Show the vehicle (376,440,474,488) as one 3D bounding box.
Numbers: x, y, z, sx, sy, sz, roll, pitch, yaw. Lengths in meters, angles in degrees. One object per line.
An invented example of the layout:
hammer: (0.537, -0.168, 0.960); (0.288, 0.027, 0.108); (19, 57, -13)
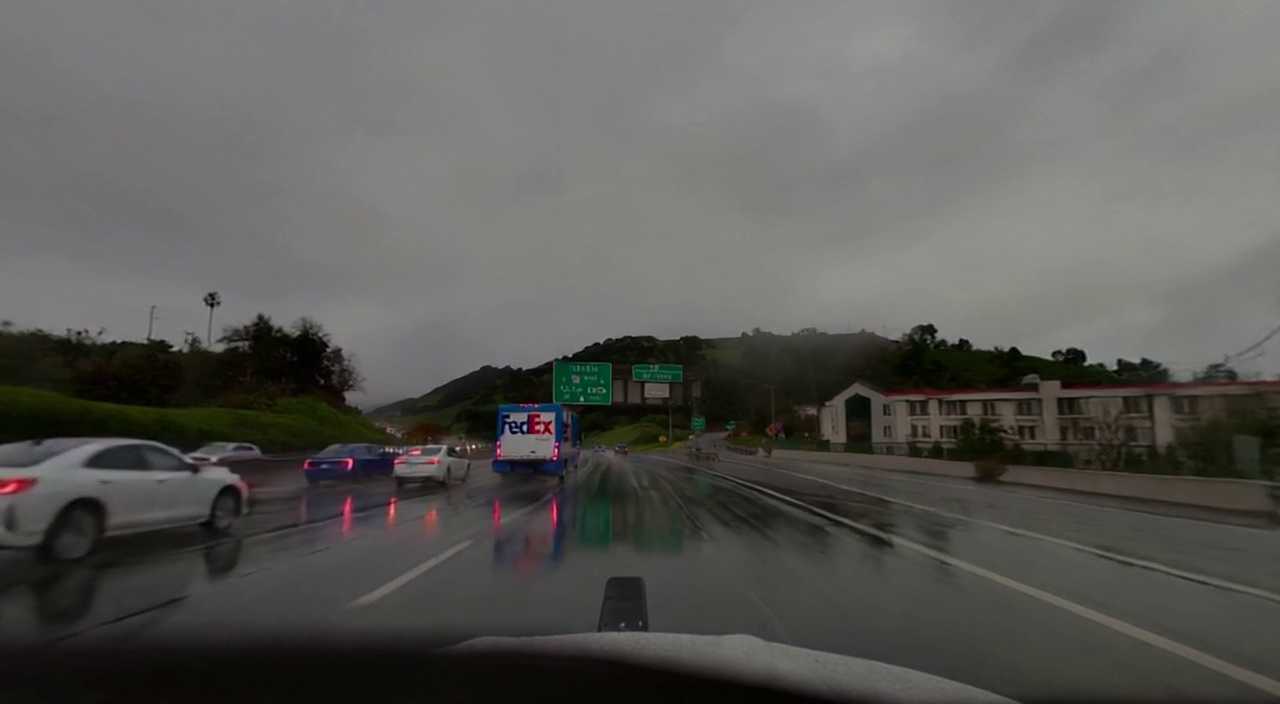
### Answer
vehicle: (-8.017, 4.187, 24.047); (2.143, 1.628, 4.559); (0, -8, 0)

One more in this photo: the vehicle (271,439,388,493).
vehicle: (-11.627, 4.256, 24.066); (2.021, 1.669, 4.794); (3, -7, 0)

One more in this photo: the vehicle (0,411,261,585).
vehicle: (-7.784, 1.762, 8.252); (2.461, 1.767, 4.991); (0, -8, 1)

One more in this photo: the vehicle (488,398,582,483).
vehicle: (-4.323, 3.894, 27.713); (2.798, 3.212, 7.573); (0, -8, 0)
